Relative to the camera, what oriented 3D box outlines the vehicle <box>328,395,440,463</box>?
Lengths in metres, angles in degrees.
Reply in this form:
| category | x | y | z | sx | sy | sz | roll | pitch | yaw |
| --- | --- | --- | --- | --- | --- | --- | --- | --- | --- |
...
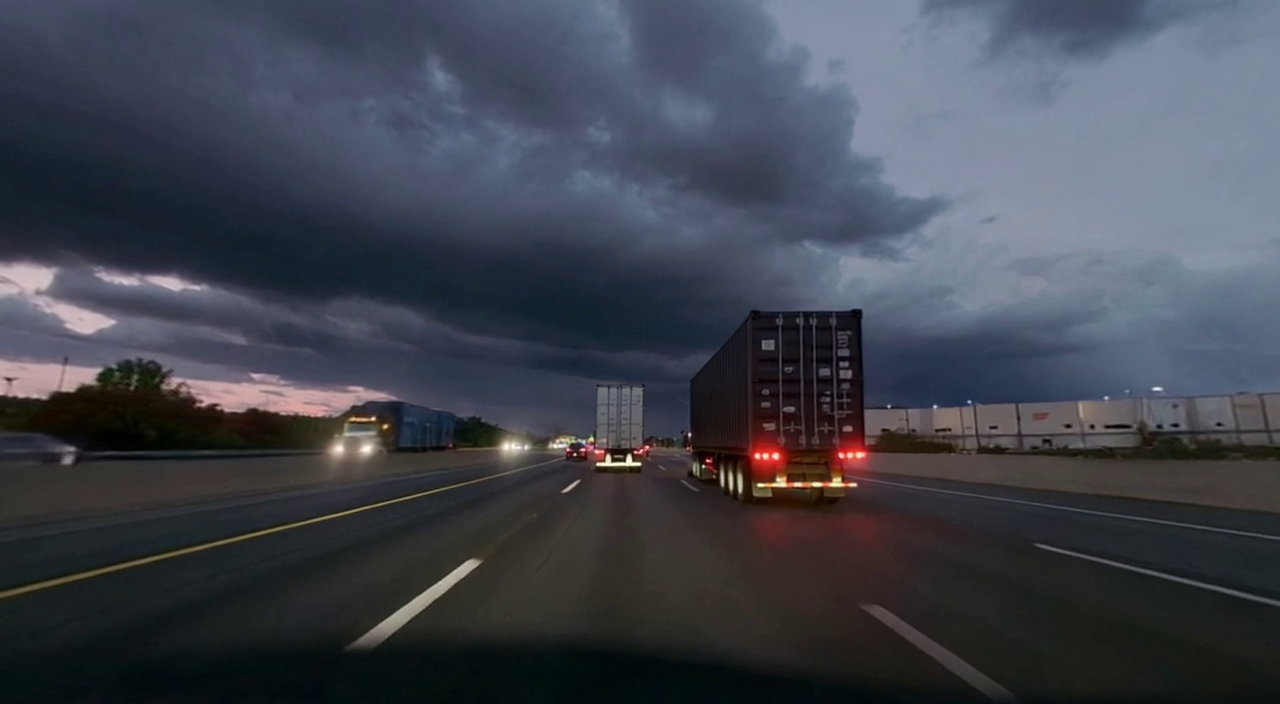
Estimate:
| category | x | y | z | sx | sy | sz | roll | pitch | yaw |
| --- | --- | --- | --- | --- | --- | --- | --- | --- | --- |
| vehicle | -17.291 | 5.579 | 44.261 | 2.829 | 4.021 | 13.010 | 0 | -9 | -2 |

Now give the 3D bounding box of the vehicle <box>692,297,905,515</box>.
| category | x | y | z | sx | sy | sz | roll | pitch | yaw |
| --- | --- | --- | --- | --- | --- | --- | --- | --- | --- |
| vehicle | 3.450 | 1.906 | 18.215 | 2.803 | 4.072 | 12.744 | 0 | -9 | 0 |

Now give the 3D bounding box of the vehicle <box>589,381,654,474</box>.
| category | x | y | z | sx | sy | sz | roll | pitch | yaw |
| --- | --- | --- | --- | --- | --- | --- | --- | --- | --- |
| vehicle | -0.808 | 4.210 | 33.936 | 2.841 | 4.071 | 12.046 | -1 | -9 | 0 |
